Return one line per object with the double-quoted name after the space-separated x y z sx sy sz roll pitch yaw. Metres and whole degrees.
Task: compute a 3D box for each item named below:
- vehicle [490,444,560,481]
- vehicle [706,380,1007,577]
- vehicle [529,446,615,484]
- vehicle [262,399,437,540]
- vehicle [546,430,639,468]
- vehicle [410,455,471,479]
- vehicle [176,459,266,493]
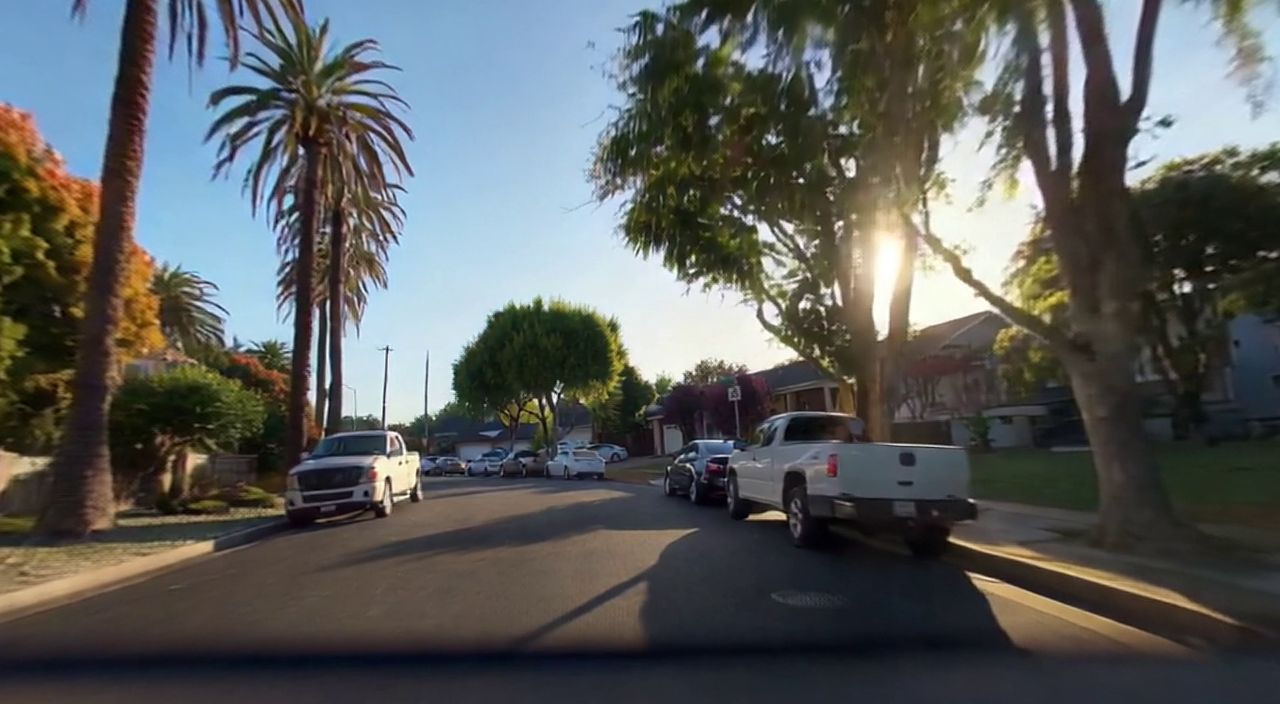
-6.250 5.870 33.799 1.918 1.753 4.655 6 -10 -34 "vehicle"
2.530 1.641 9.019 2.139 1.997 4.864 1 -8 -6 "vehicle"
-3.265 5.171 29.204 2.108 1.503 4.977 5 -9 -30 "vehicle"
-6.333 2.593 14.634 2.337 2.289 6.092 -6 -7 -14 "vehicle"
-3.020 6.213 40.372 5.510 2.121 2.129 0 -8 15 "vehicle"
-14.036 8.043 44.175 4.768 1.484 2.006 -8 -11 44 "vehicle"
-32.129 9.530 48.292 5.628 2.109 2.395 1 -13 18 "vehicle"
